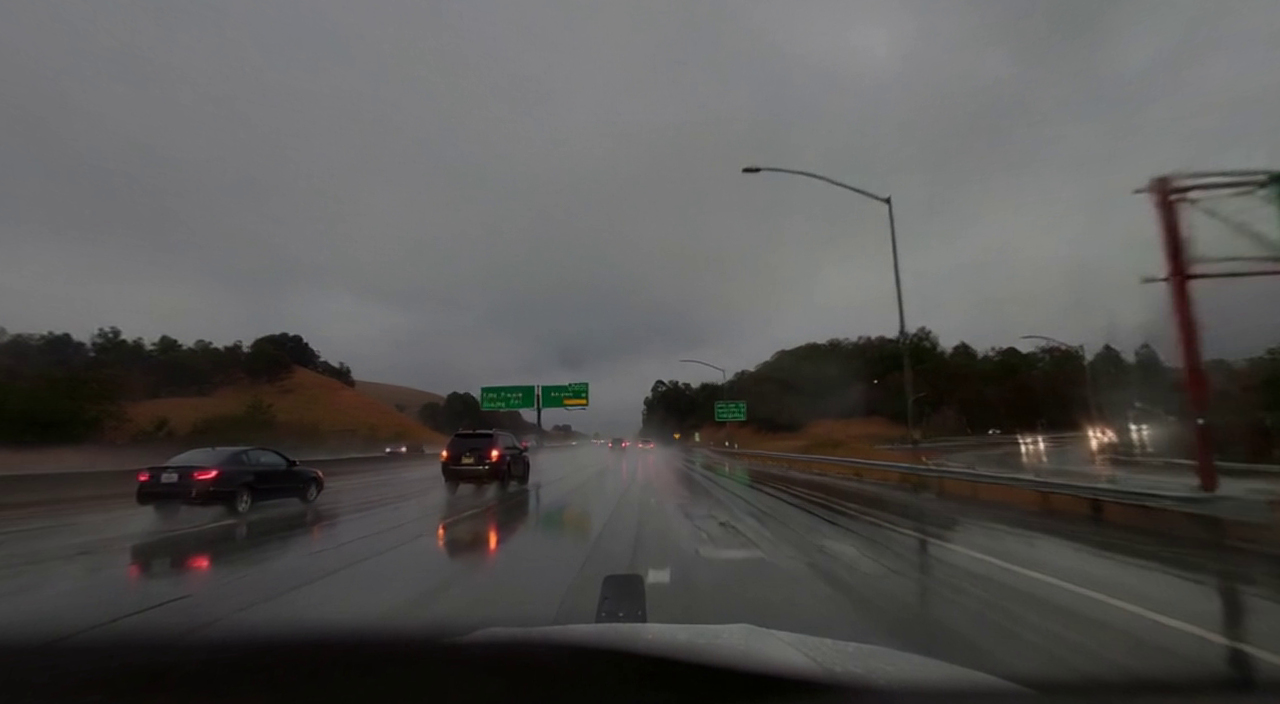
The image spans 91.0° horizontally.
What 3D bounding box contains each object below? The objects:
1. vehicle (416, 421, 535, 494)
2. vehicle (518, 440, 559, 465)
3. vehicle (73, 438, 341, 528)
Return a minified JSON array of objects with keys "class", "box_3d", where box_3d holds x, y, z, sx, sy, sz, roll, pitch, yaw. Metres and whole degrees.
[{"class":"vehicle","box_3d":[-4.872,3.222,19.548,2.219,1.947,4.924,0,-9,2]},{"class":"vehicle","box_3d":[-7.259,7.219,45.312,2.069,1.636,4.483,0,-9,2]},{"class":"vehicle","box_3d":[-8.522,2.595,13.173,1.984,1.508,4.935,0,-9,2]}]
